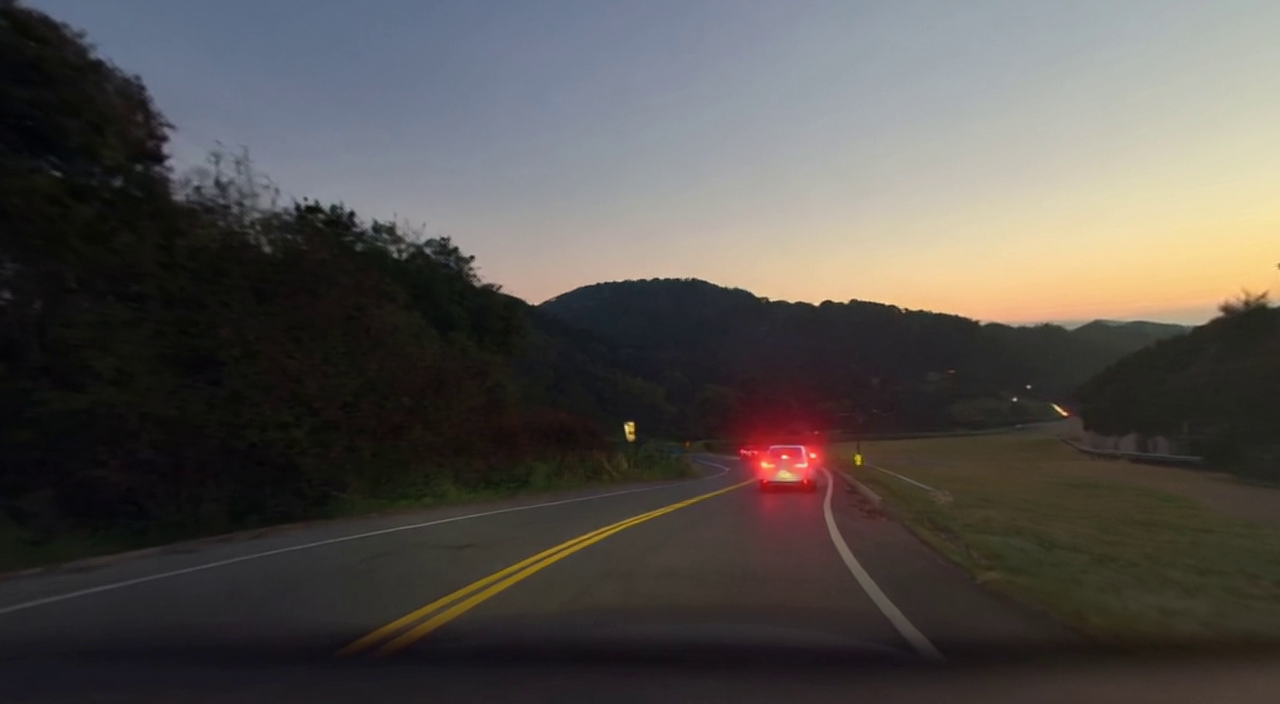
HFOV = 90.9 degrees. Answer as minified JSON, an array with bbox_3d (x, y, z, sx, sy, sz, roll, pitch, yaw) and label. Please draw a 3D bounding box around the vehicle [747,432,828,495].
[{"bbox_3d":[5.493,3.989,23.076,2.500,1.961,5.637,-3,-9,15],"label":"vehicle"}]
